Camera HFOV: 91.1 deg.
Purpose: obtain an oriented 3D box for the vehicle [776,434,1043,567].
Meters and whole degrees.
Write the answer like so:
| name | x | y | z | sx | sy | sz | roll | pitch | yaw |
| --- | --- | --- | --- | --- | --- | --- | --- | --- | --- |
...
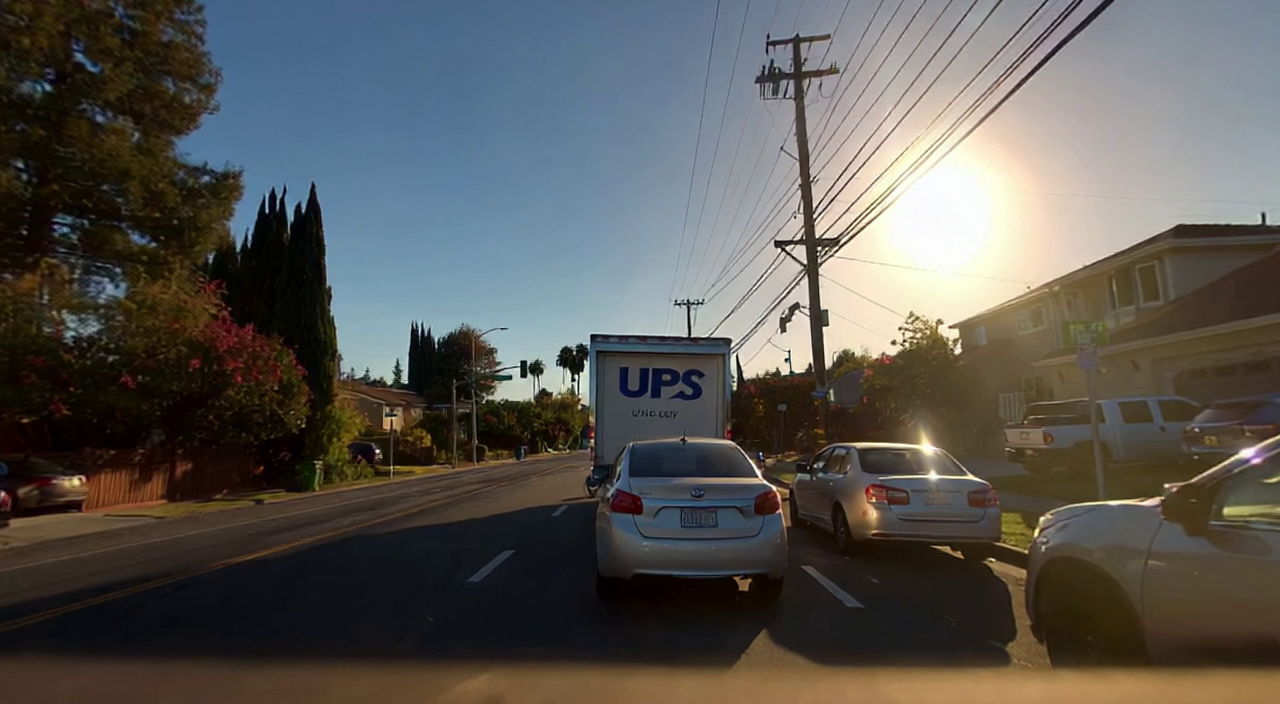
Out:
| name | x | y | z | sx | sy | sz | roll | pitch | yaw |
| --- | --- | --- | --- | --- | --- | --- | --- | --- | --- |
| vehicle | 3.512 | 2.006 | 9.344 | 1.993 | 1.479 | 4.487 | 0 | -8 | 0 |

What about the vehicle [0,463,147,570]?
| name | x | y | z | sx | sy | sz | roll | pitch | yaw |
| --- | --- | --- | --- | --- | --- | --- | --- | --- | --- |
| vehicle | -10.350 | 2.489 | 9.485 | 1.925 | 1.482 | 4.753 | 0 | -8 | 0 |

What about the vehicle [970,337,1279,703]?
| name | x | y | z | sx | sy | sz | roll | pitch | yaw |
| --- | --- | --- | --- | --- | --- | --- | --- | --- | --- |
| vehicle | 3.309 | 0.772 | 1.926 | 2.069 | 1.722 | 4.888 | 0 | -8 | 2 |

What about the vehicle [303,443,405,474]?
| name | x | y | z | sx | sy | sz | roll | pitch | yaw |
| --- | --- | --- | --- | --- | --- | --- | --- | --- | --- |
| vehicle | -17.411 | 6.477 | 38.313 | 5.274 | 1.793 | 1.921 | 0 | -8 | 3 |

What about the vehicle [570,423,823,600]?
| name | x | y | z | sx | sy | sz | roll | pitch | yaw |
| --- | --- | --- | --- | --- | --- | --- | --- | --- | --- |
| vehicle | 0.480 | 1.692 | 7.619 | 2.158 | 1.499 | 4.377 | 0 | -8 | 0 |
